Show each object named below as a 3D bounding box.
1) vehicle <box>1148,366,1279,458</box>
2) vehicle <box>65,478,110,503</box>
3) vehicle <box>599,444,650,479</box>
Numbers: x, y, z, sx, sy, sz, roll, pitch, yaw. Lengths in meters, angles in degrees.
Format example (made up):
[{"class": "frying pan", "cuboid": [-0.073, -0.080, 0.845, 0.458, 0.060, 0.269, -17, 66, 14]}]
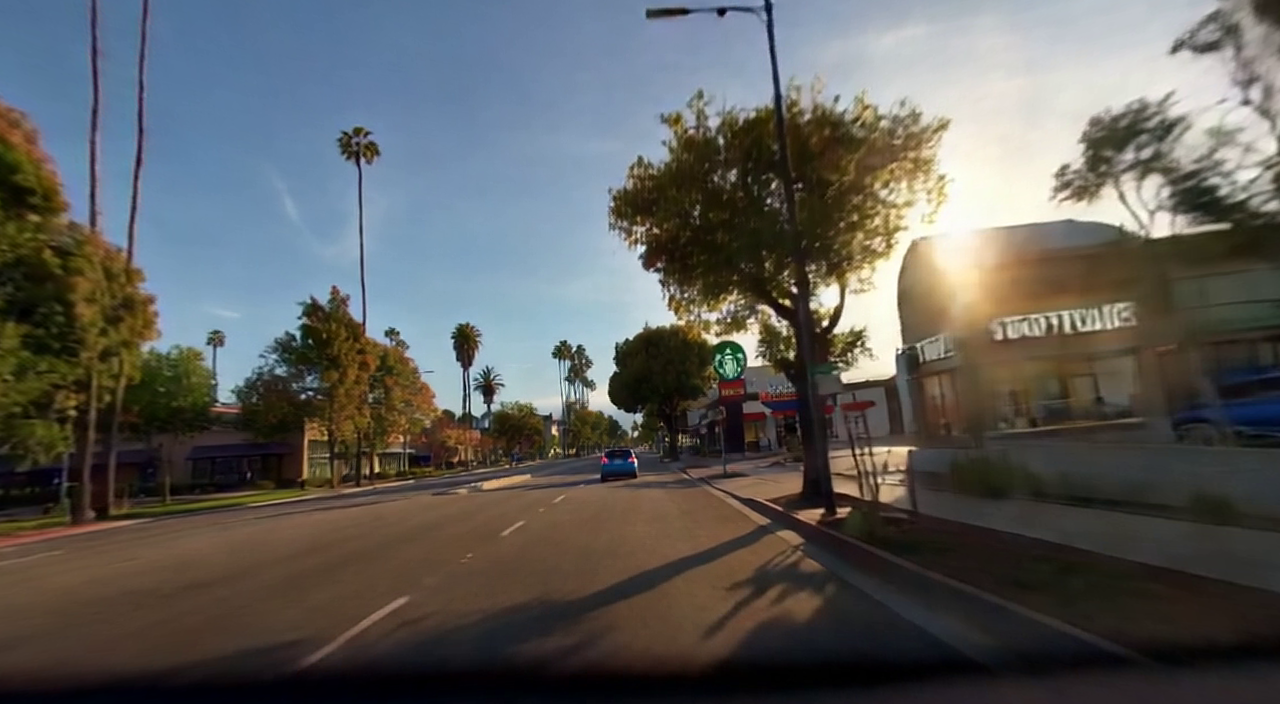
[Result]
[{"class": "vehicle", "cuboid": [12.589, 1.104, 11.607, 1.873, 1.657, 4.557, 5, -10, -30]}, {"class": "vehicle", "cuboid": [-43.413, 10.864, 49.714, 2.106, 1.639, 4.127, 6, -10, -35]}, {"class": "vehicle", "cuboid": [-0.668, 4.987, 29.191, 2.156, 1.462, 4.495, 0, -8, 0]}]
